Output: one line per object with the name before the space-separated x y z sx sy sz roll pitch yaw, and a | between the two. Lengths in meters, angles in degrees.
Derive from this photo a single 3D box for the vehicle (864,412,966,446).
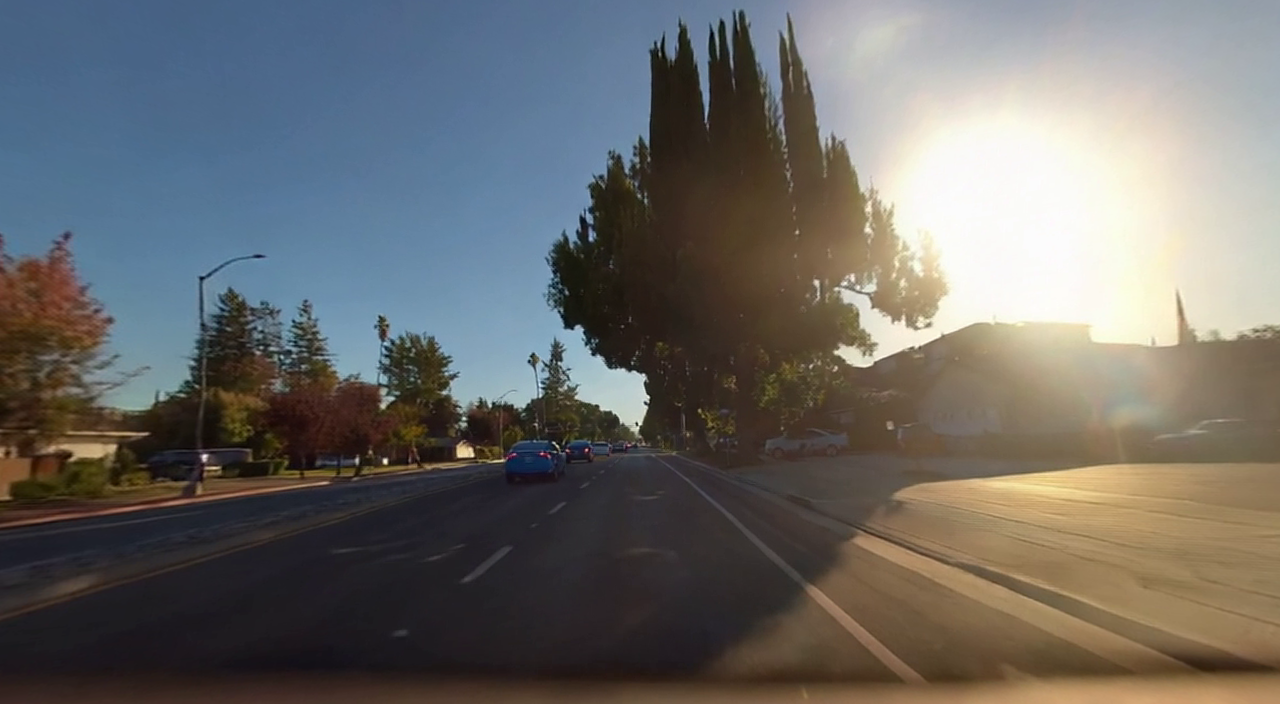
vehicle | 15.739 4.445 36.365 4.858 1.831 2.101 1 -9 -2

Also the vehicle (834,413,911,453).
vehicle | 10.747 3.835 29.610 1.908 1.703 4.511 1 -9 1

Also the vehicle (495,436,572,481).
vehicle | -3.750 3.845 23.044 2.030 1.467 4.251 0 -8 0

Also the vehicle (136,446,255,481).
vehicle | -24.273 6.089 34.651 4.922 1.766 1.998 0 -8 -4

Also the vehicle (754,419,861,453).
vehicle | 10.479 5.324 39.996 6.098 2.021 2.524 0 -8 1

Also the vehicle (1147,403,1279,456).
vehicle | 20.030 2.512 20.932 4.605 1.480 1.994 -3 -7 1
